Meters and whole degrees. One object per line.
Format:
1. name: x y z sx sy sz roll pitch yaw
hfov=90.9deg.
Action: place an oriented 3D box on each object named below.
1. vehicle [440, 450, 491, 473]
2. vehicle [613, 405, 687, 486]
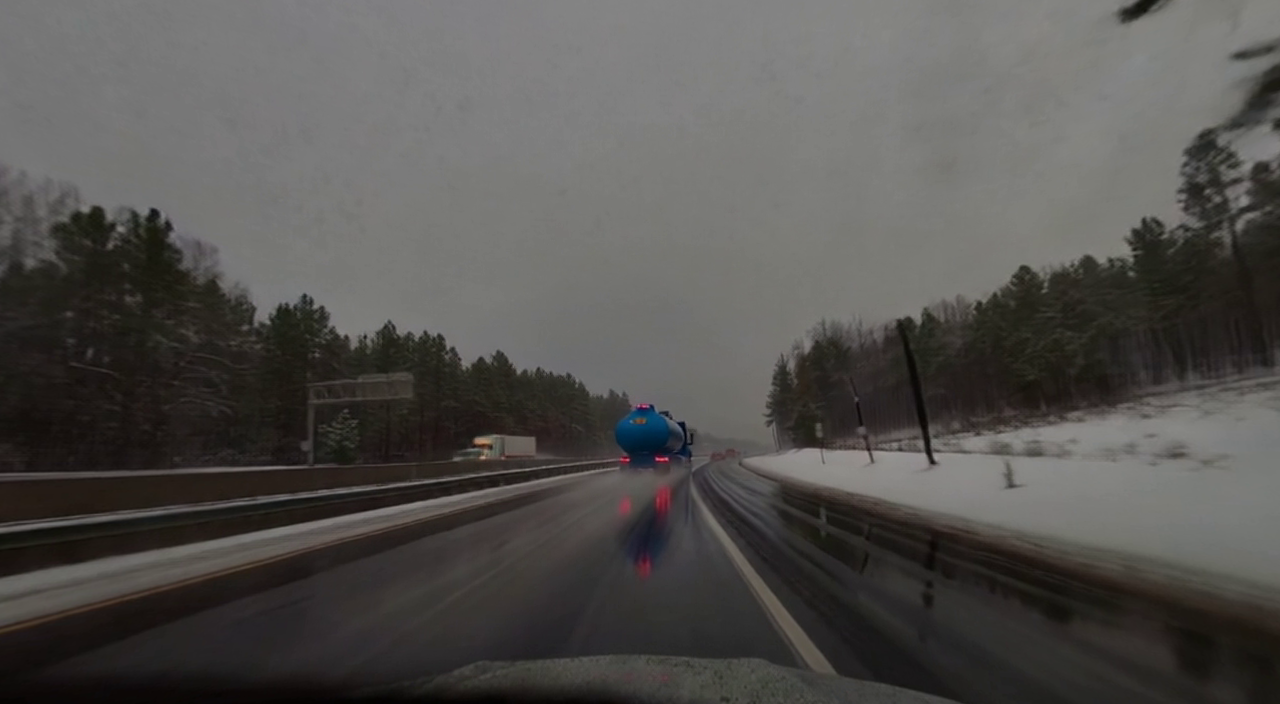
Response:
1. vehicle: -12.522 7.886 45.540 1.877 1.487 4.396 -2 -8 8
2. vehicle: 0.917 5.293 35.941 2.907 3.747 13.318 -1 -8 6
